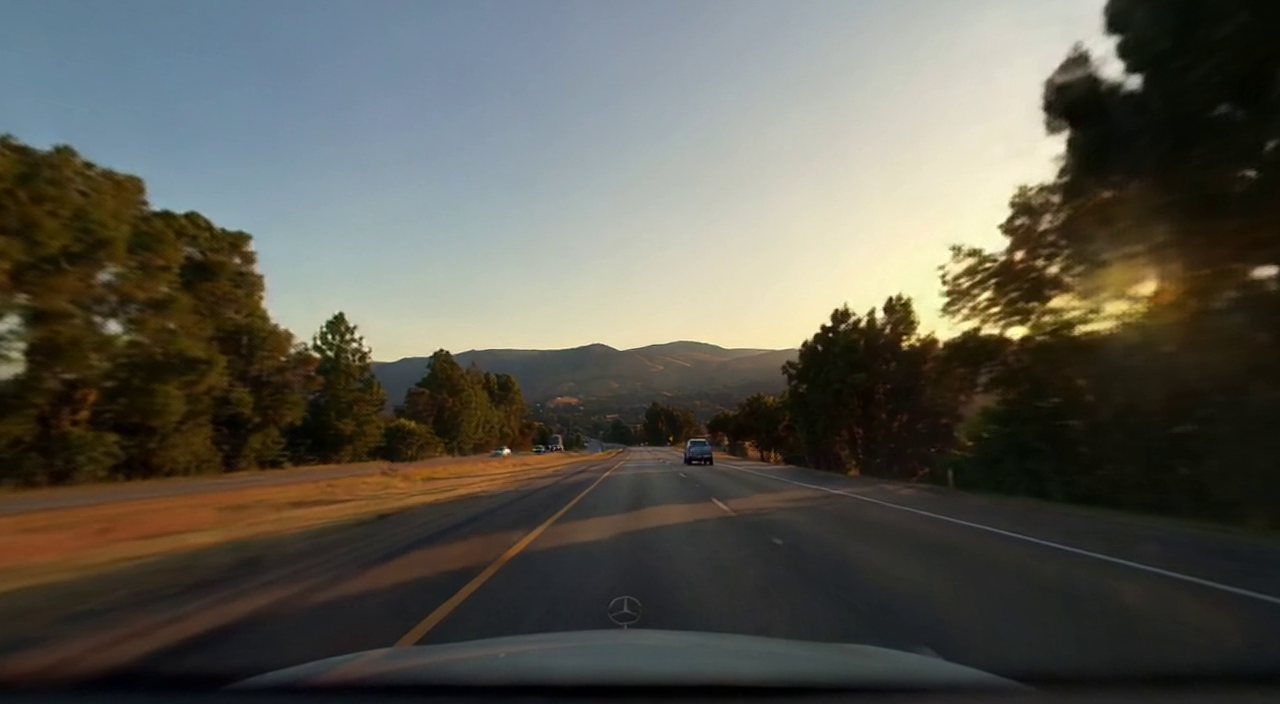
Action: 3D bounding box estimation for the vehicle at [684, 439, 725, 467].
[{"bbox_3d":[3.992,6.360,39.727,2.157,1.640,4.056,0,-8,0],"label":"vehicle"}]
